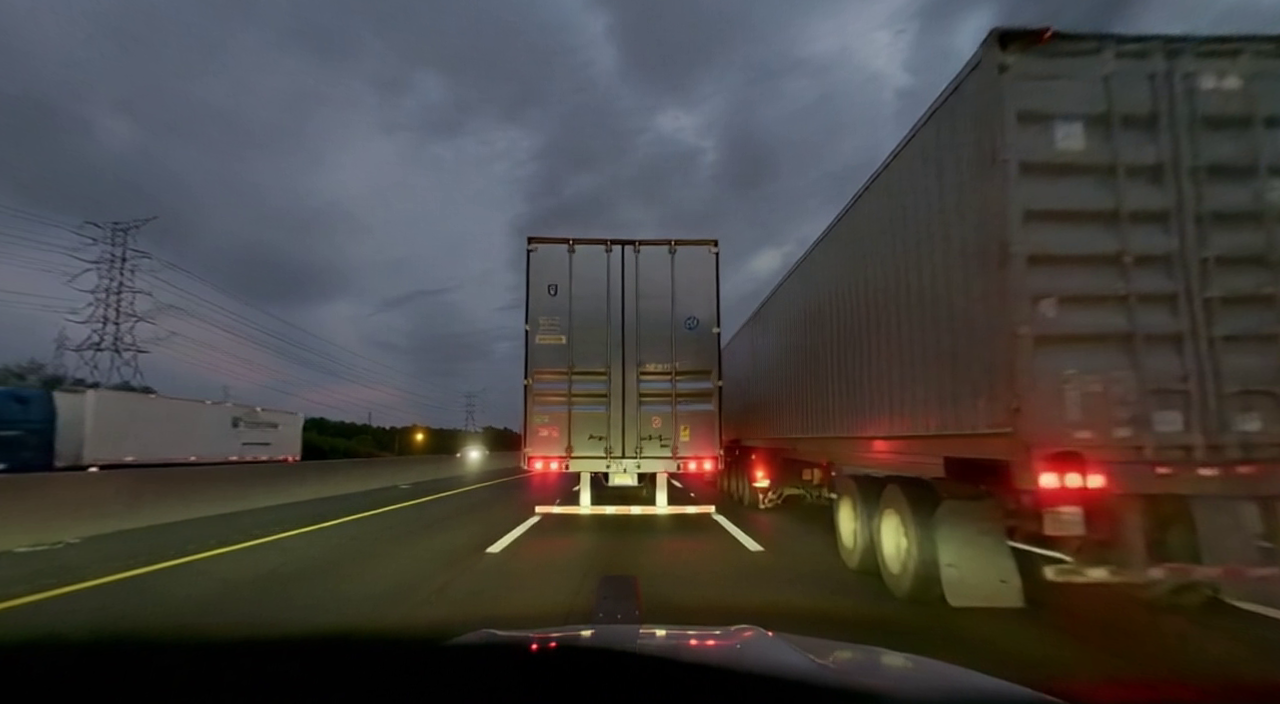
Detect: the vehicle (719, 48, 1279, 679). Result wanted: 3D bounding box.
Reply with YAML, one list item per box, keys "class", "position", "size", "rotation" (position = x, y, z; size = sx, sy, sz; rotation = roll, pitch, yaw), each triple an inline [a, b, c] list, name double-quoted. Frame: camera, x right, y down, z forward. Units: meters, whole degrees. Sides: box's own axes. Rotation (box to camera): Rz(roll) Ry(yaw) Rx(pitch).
- class: "vehicle"
  position: [3.610, 0.891, 10.474]
  size: [2.797, 4.023, 13.066]
  rotation: [0, -9, 0]

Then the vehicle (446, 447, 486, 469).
- class: "vehicle"
  position: [-13.137, 8.008, 47.926]
  size: [1.950, 1.526, 3.713]
  rotation: [-1, -9, 1]

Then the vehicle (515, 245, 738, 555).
- class: "vehicle"
  position: [-0.132, 1.459, 14.313]
  size: [2.841, 4.071, 12.046]
  rotation: [-1, -9, 0]

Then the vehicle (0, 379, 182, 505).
- class: "vehicle"
  position: [-20.288, 3.114, 21.549]
  size: [3.024, 3.645, 8.371]
  rotation: [0, -9, 0]
